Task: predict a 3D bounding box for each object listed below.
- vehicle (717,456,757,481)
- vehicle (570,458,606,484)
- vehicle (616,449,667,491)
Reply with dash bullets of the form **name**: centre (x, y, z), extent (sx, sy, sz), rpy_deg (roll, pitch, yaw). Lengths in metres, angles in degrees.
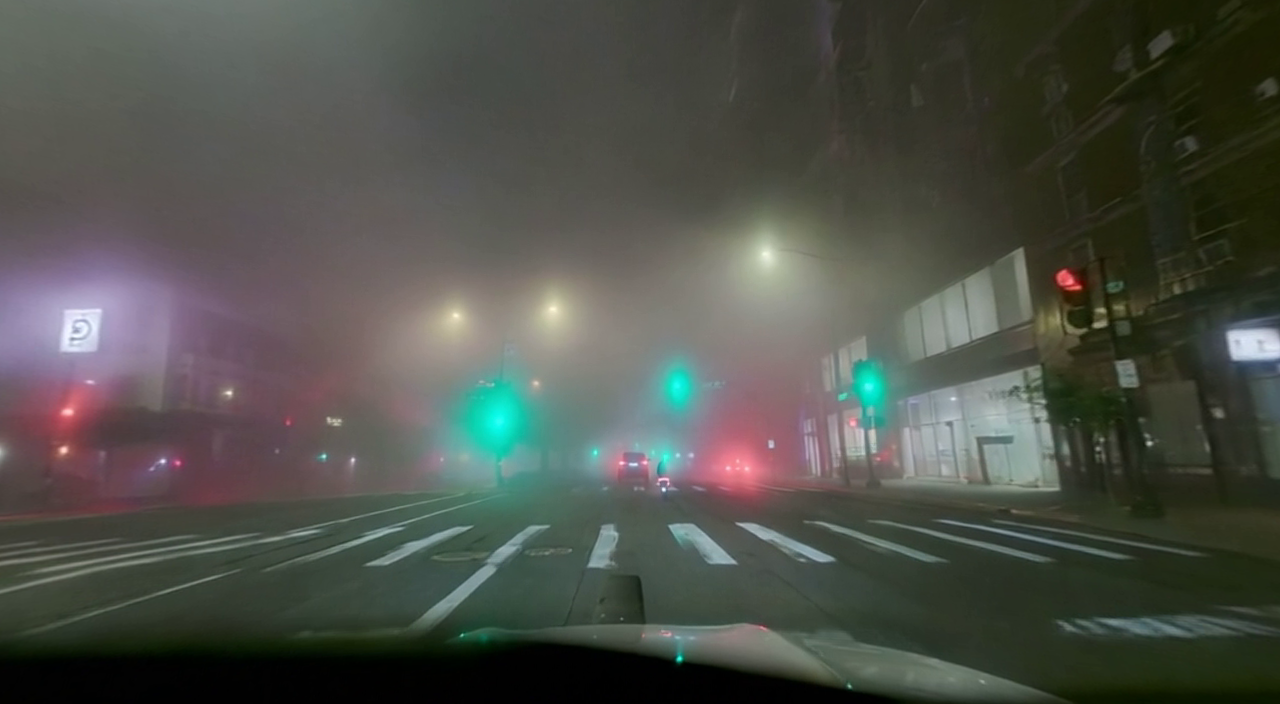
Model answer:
- **vehicle**: centre (6.732, 8.103, 44.257), extent (2.069, 1.590, 4.066), rpy_deg (0, -8, -1)
- **vehicle**: centre (-3.256, 7.535, 40.307), extent (2.014, 1.470, 4.552), rpy_deg (0, -8, -1)
- **vehicle**: centre (0.000, 5.442, 29.603), extent (2.223, 1.775, 4.250), rpy_deg (0, -8, -1)
